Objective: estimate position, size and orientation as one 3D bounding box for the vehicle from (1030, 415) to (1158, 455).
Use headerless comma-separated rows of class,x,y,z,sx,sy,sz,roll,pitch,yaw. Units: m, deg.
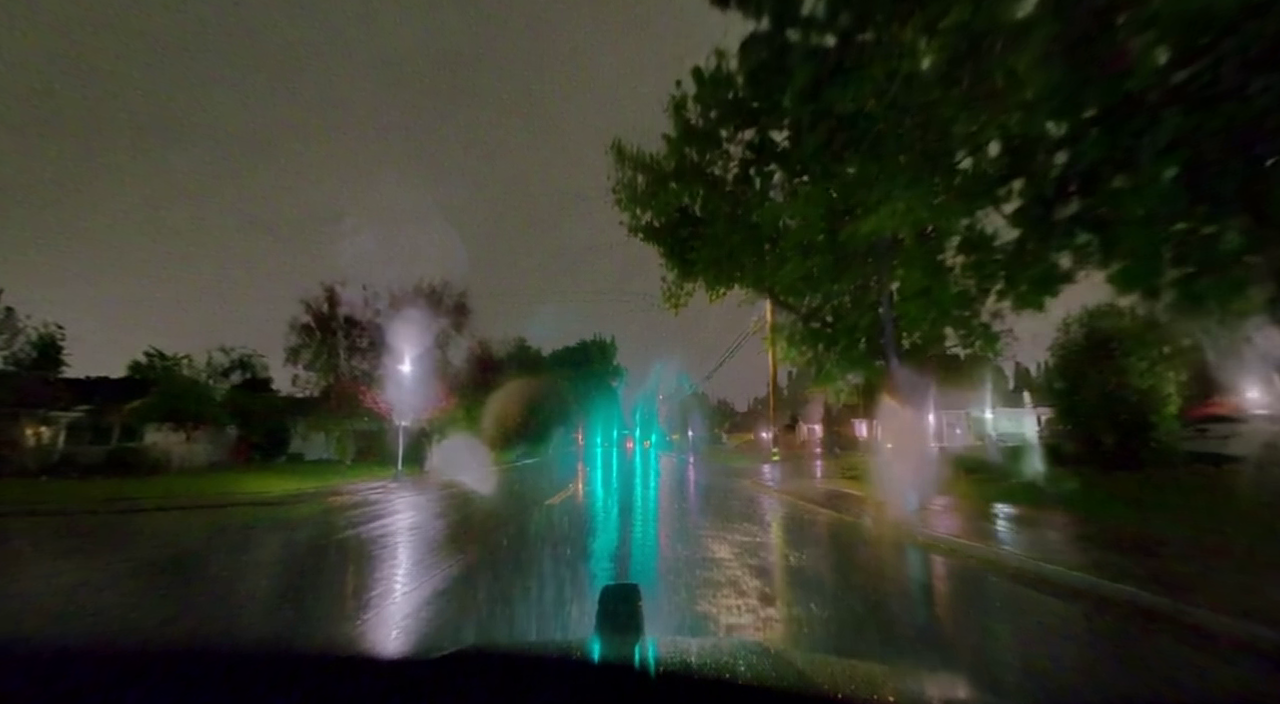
vehicle,18.849,3.481,26.306,3.730,1.604,2.027,0,-8,2
